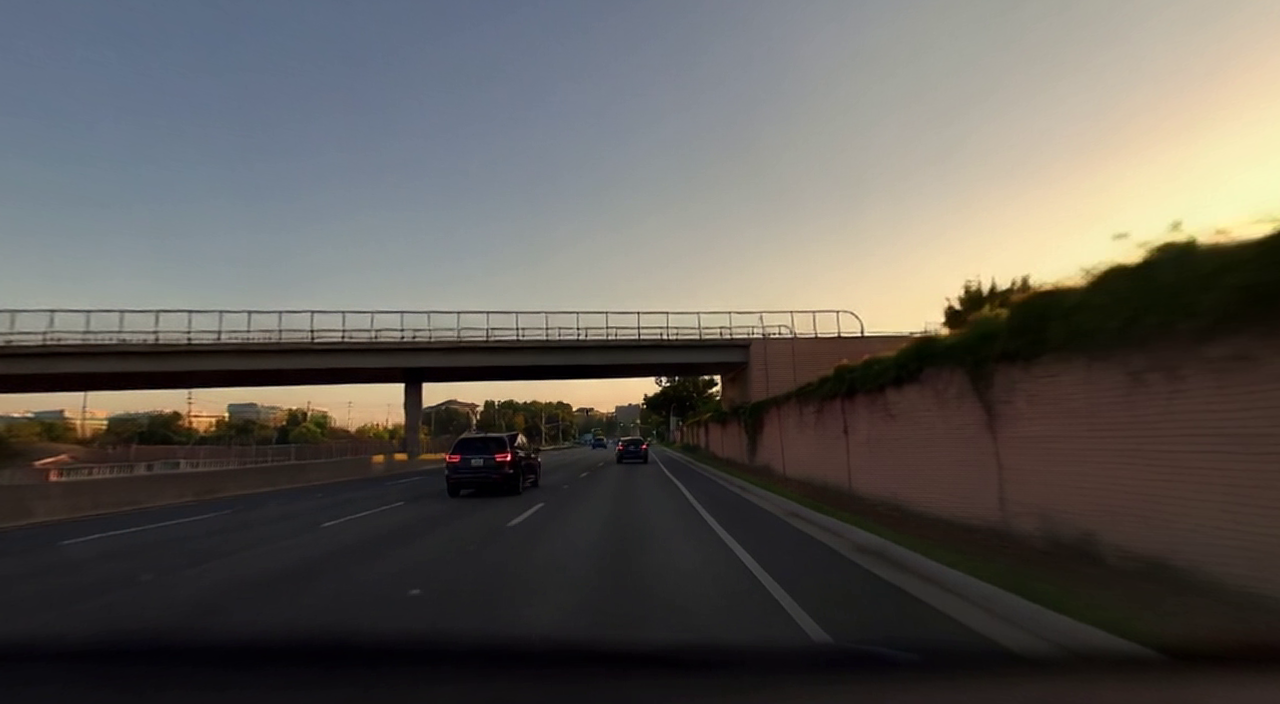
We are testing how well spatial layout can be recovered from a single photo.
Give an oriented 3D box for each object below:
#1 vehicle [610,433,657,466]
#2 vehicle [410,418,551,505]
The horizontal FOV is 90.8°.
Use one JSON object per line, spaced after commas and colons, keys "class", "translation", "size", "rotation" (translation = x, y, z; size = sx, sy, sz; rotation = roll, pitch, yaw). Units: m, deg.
{"class": "vehicle", "translation": [-0.311, 4.815, 31.443], "size": [2.205, 1.509, 4.272], "rotation": [0, -8, 0]}
{"class": "vehicle", "translation": [-3.671, 2.625, 15.596], "size": [2.223, 1.771, 4.581], "rotation": [-1, -8, 1]}
